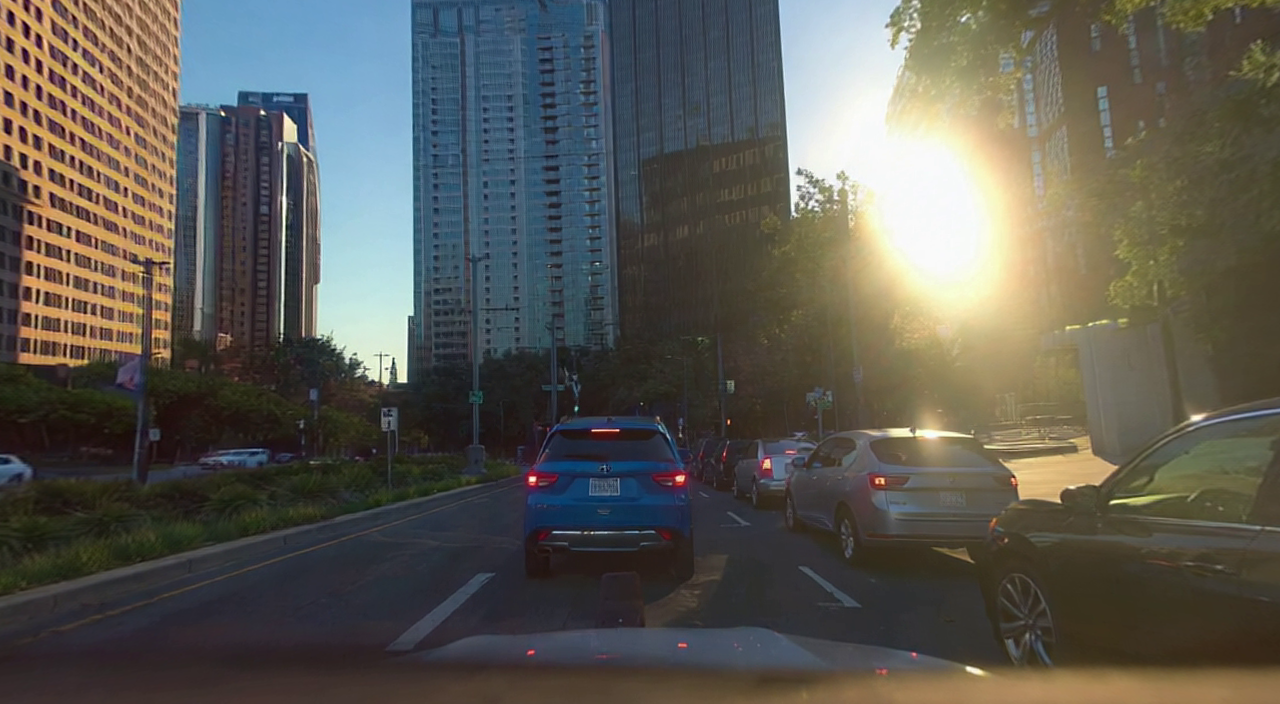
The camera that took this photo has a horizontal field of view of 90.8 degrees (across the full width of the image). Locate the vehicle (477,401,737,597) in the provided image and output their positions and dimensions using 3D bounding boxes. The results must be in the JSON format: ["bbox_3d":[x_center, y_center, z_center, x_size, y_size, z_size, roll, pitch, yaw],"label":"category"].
[{"bbox_3d":[-0.336,1.586,7.617,2.249,1.684,4.084,0,-9,-2],"label":"vehicle"}]

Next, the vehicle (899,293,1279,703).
[{"bbox_3d":[2.997,0.752,2.259,2.063,1.760,4.664,0,-9,-1],"label":"vehicle"}]

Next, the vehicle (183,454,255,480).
[{"bbox_3d":[-26.313,7.151,39.658,1.960,1.459,4.699,1,-9,-10],"label":"vehicle"}]

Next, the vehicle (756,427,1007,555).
[{"bbox_3d":[3.278,1.991,9.805,1.941,1.482,4.632,0,-9,-2],"label":"vehicle"}]
